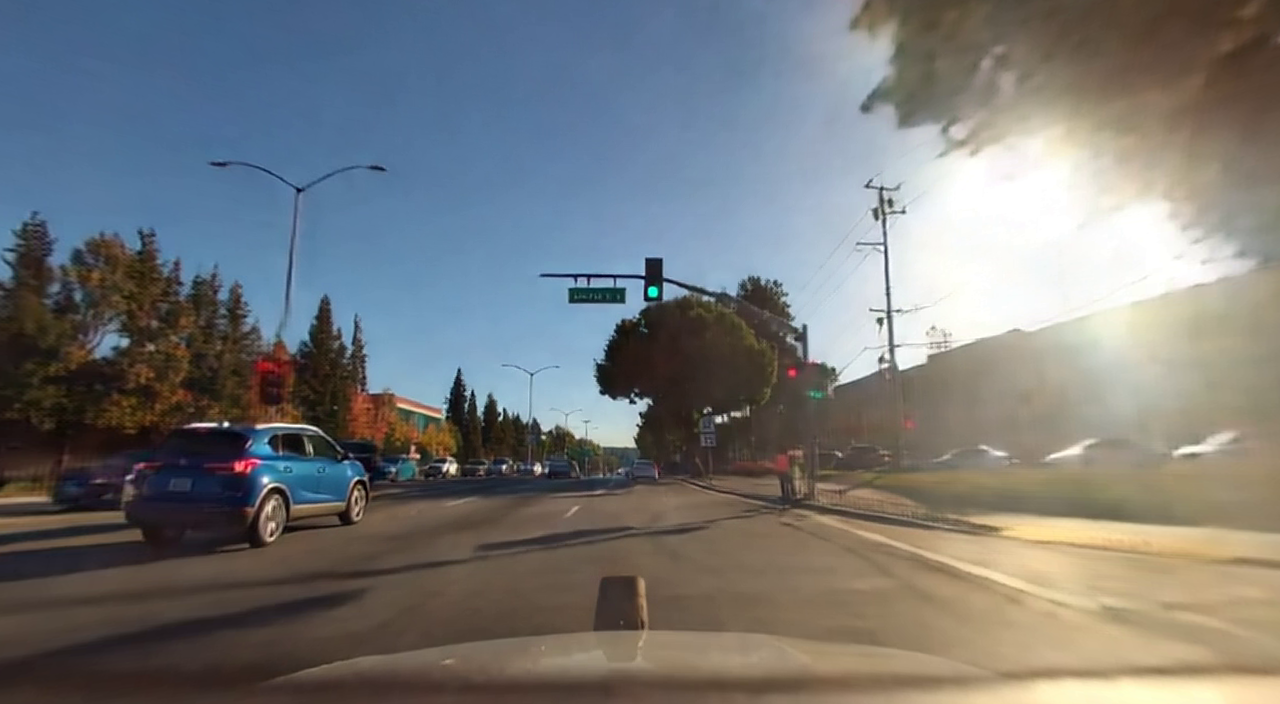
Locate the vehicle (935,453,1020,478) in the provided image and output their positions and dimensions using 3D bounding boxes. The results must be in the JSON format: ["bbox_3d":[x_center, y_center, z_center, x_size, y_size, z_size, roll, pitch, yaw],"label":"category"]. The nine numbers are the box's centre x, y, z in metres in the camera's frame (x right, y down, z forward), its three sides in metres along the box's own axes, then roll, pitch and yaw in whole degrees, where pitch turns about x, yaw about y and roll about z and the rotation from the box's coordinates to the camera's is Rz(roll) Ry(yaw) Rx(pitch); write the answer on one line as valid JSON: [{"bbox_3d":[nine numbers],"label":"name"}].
[{"bbox_3d":[21.792,7.364,40.935,1.933,1.487,5.136,2,-10,-13],"label":"vehicle"}]

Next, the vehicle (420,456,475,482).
[{"bbox_3d":[-12.254,7.473,40.475,2.077,1.505,4.714,1,-9,0],"label":"vehicle"}]

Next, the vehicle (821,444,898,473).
[{"bbox_3d":[13.387,6.520,38.772,1.950,1.697,4.906,3,-9,-15],"label":"vehicle"}]

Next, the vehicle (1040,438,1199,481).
[{"bbox_3d":[18.913,4.211,25.142,1.947,1.477,4.661,3,-8,-21],"label":"vehicle"}]

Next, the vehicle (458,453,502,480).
[{"bbox_3d":[-11.765,8.447,46.689,2.042,1.801,4.378,0,-9,1],"label":"vehicle"}]

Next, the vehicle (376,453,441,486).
[{"bbox_3d":[-12.014,6.088,32.967,1.871,1.539,3.929,1,-9,0],"label":"vehicle"}]

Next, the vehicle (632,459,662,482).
[{"bbox_3d":[0.497,8.718,46.565,2.091,1.494,3.962,1,-9,0],"label":"vehicle"}]

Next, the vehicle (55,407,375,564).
[{"bbox_3d":[-6.186,1.983,10.007,2.027,1.908,4.273,1,-9,0],"label":"vehicle"}]

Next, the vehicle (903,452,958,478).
[{"bbox_3d":[21.145,8.229,46.009,1.967,1.518,4.543,5,-7,2],"label":"vehicle"}]

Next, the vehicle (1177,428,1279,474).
[{"bbox_3d":[21.036,3.276,20.800,1.876,1.465,4.500,5,-10,-26],"label":"vehicle"}]
